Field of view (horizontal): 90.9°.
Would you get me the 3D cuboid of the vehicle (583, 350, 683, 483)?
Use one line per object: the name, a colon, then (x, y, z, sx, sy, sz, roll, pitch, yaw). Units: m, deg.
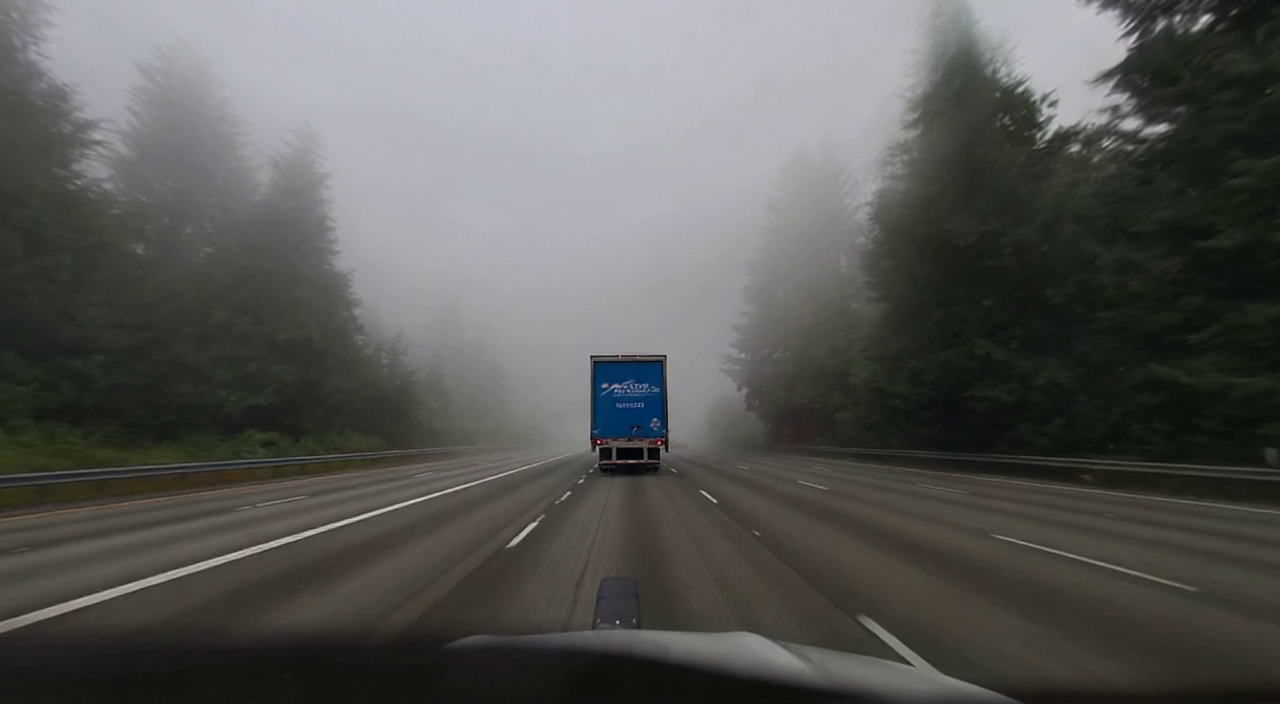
vehicle: (-0.429, 2.529, 23.536, 2.895, 3.861, 10.213, 0, -8, -2)
